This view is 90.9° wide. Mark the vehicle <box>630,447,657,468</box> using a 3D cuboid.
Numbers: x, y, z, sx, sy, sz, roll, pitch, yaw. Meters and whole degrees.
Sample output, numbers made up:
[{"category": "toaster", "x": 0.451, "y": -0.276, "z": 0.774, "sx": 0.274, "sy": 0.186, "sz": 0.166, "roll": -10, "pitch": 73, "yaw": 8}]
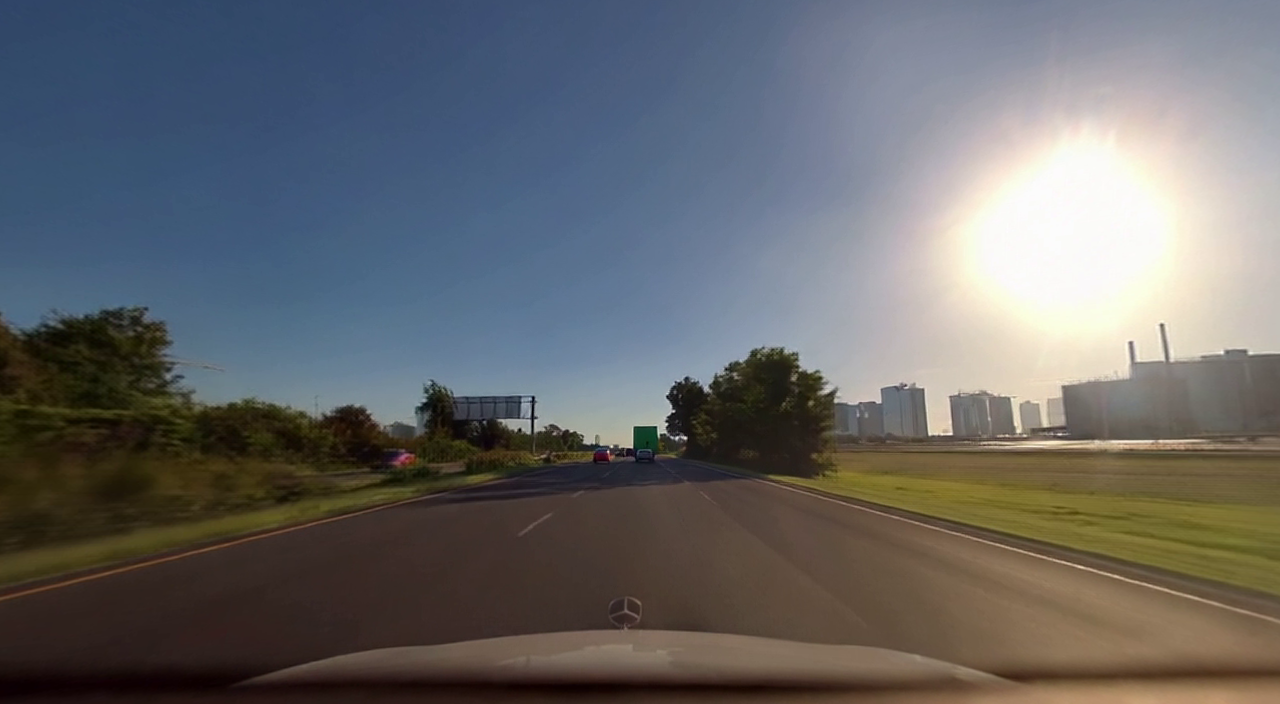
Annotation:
[{"category": "vehicle", "x": 0.290, "y": 8.320, "z": 49.643, "sx": 2.094, "sy": 1.559, "sz": 3.945, "roll": -1, "pitch": -9, "yaw": 1}]
